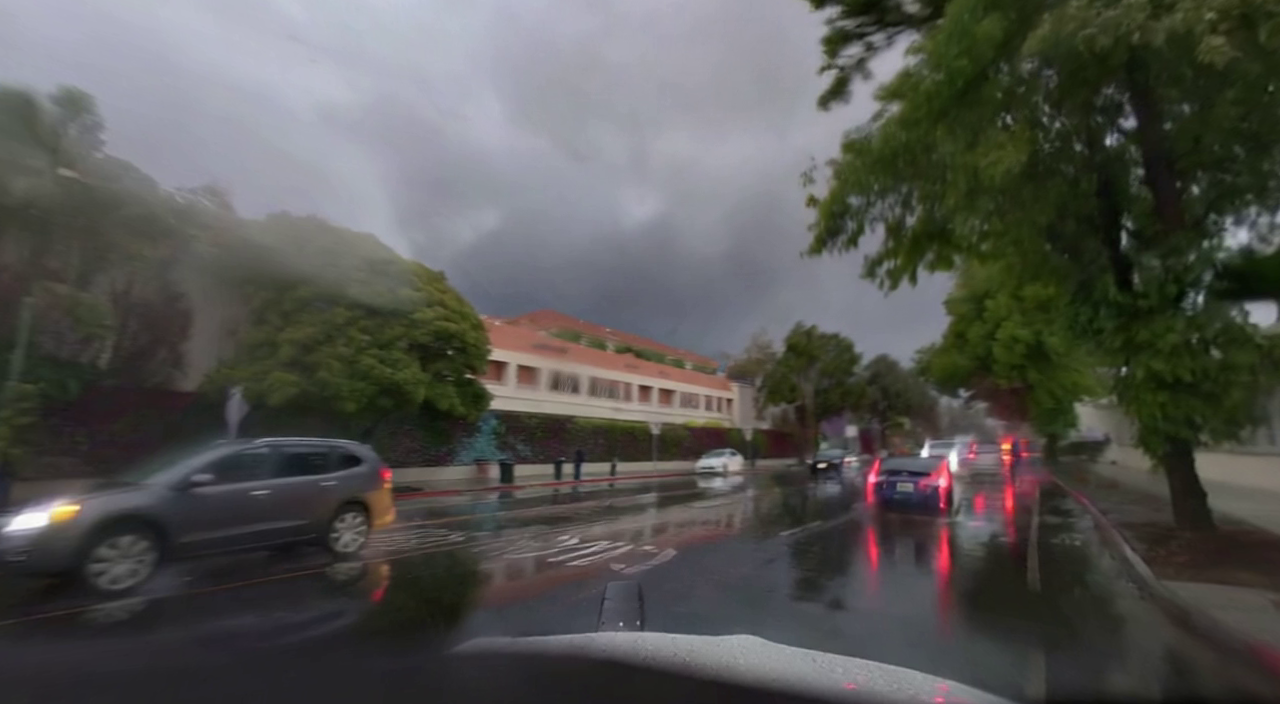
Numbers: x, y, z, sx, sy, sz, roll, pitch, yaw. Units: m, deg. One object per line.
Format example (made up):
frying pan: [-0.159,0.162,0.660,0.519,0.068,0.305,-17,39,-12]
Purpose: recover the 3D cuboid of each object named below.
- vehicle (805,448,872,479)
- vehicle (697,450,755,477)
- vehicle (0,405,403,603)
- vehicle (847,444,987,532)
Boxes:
vehicle: [10.450,5.782,33.090,2.170,1.465,4.648,-5,-10,32]
vehicle: [5.504,6.983,39.828,1.982,1.445,4.458,-9,-11,29]
vehicle: [-5.360,1.688,7.492,2.033,1.663,4.388,-8,-13,31]
vehicle: [5.923,2.681,13.192,2.116,1.479,4.358,-5,-10,30]
